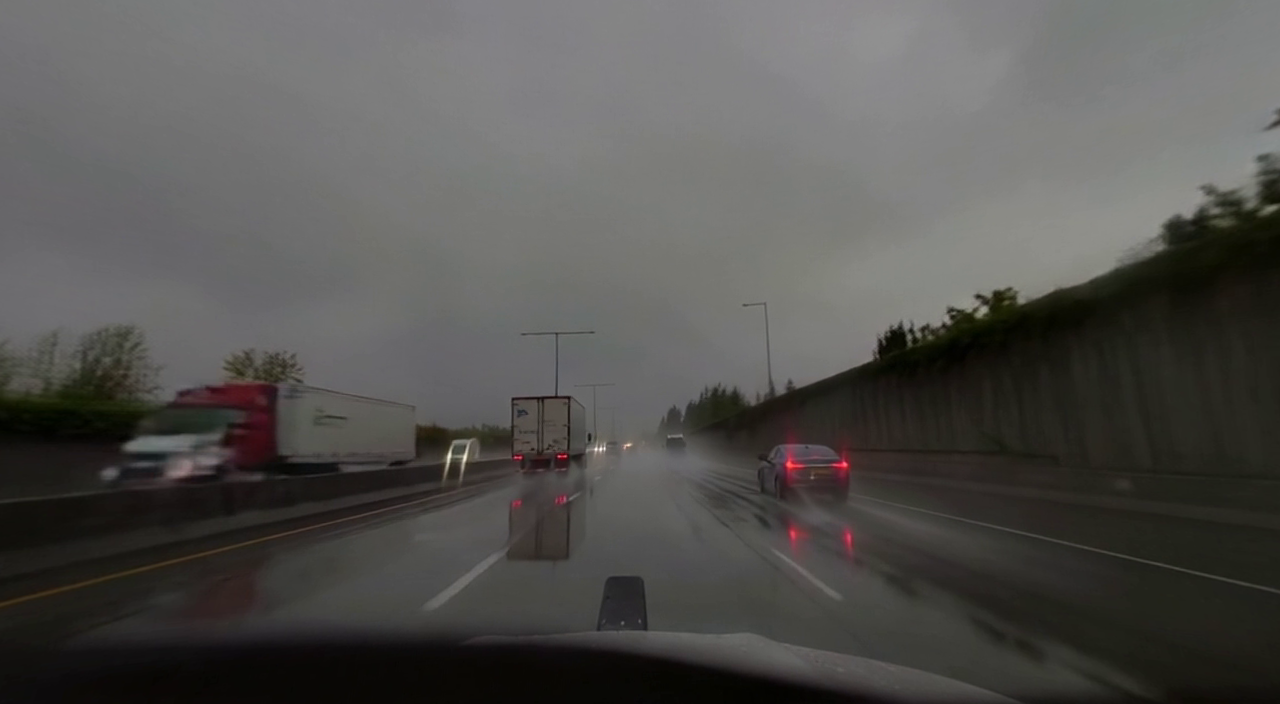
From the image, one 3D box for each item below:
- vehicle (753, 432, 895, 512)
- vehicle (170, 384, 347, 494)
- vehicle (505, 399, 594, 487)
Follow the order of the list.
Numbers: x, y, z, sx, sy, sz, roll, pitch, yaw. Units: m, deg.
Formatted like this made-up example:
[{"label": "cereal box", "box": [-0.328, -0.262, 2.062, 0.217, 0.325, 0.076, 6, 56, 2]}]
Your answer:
[{"label": "vehicle", "box": [4.008, 2.695, 14.529, 1.983, 1.545, 4.038, 0, -9, -1]}, {"label": "vehicle", "box": [-15.130, 3.589, 25.781, 3.079, 3.910, 6.429, 0, -9, 0]}, {"label": "vehicle", "box": [-3.539, 3.824, 26.330, 2.667, 3.195, 6.731, 0, -9, 0]}]
